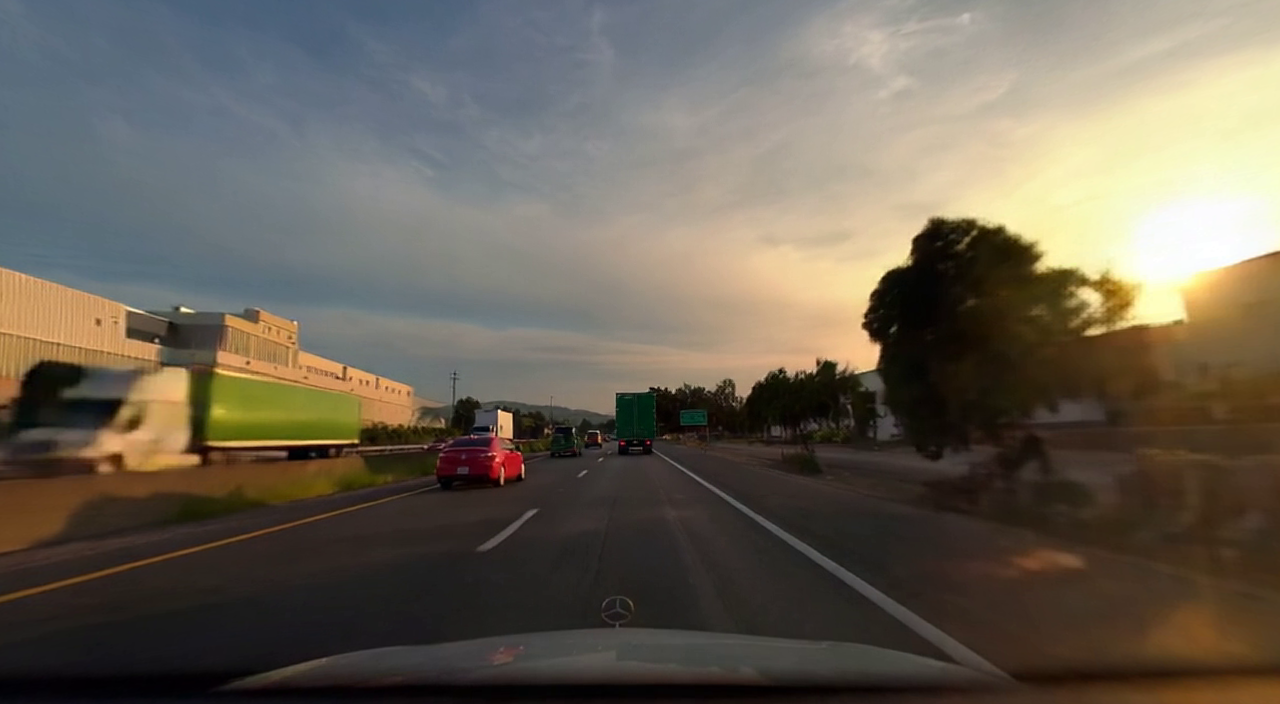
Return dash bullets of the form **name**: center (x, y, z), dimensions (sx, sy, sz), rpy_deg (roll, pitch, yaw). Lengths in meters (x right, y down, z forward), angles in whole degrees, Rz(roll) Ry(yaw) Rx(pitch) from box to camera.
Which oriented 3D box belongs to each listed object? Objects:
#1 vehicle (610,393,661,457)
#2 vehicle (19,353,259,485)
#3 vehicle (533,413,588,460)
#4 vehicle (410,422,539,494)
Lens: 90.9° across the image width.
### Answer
- **vehicle**: center (-0.433, 5.333, 45.252), dimensions (3.259, 4.066, 9.891), rpy_deg (0, -8, -2)
- **vehicle**: center (-16.707, 2.377, 21.765), dimensions (3.295, 3.920, 5.858), rpy_deg (0, -8, -1)
- **vehicle**: center (-4.864, 5.373, 39.924), dimensions (2.717, 2.714, 6.997), rpy_deg (0, -8, -1)
- **vehicle**: center (-4.153, 2.751, 16.827), dimensions (2.005, 1.602, 5.131), rpy_deg (0, -8, 1)
